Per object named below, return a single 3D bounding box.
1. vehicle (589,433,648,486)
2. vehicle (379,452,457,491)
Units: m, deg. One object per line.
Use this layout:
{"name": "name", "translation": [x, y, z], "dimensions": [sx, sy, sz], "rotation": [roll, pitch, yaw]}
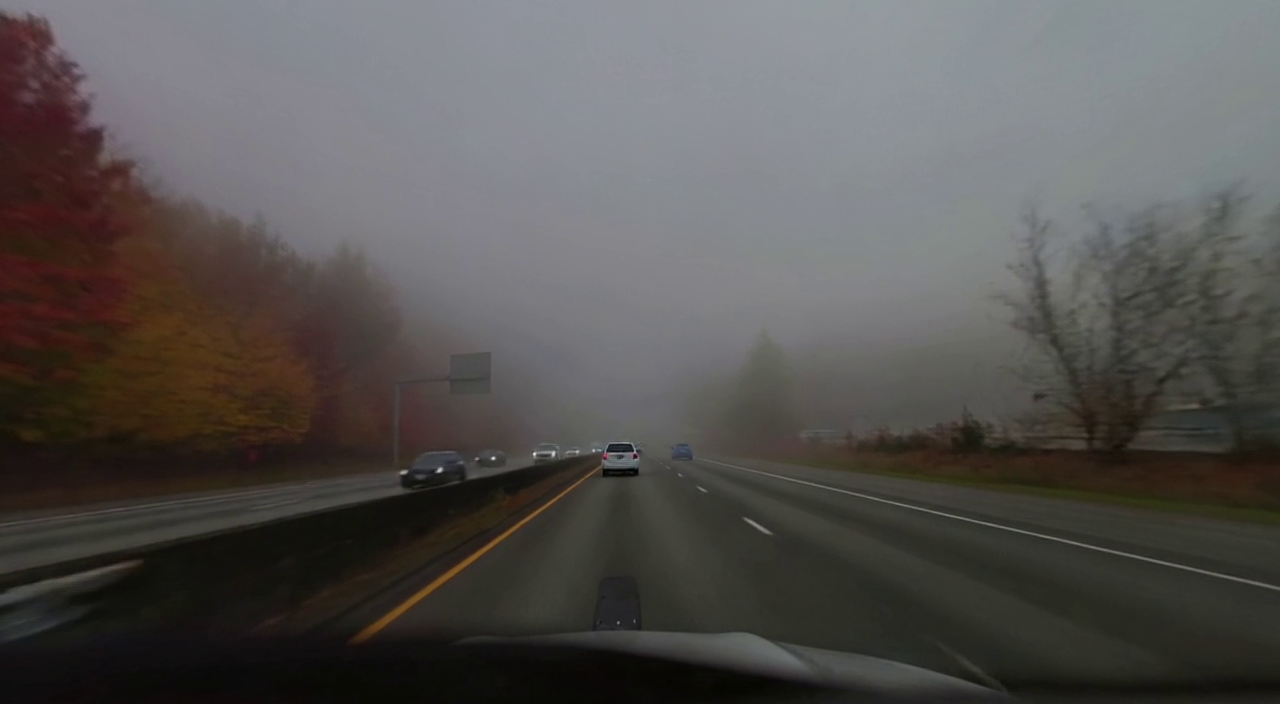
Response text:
{"name": "vehicle", "translation": [-0.706, 3.837, 22.602], "dimensions": [1.937, 1.699, 3.936], "rotation": [0, -9, 0]}
{"name": "vehicle", "translation": [-9.772, 5.256, 27.981], "dimensions": [1.917, 1.533, 4.191], "rotation": [-1, -9, 0]}
